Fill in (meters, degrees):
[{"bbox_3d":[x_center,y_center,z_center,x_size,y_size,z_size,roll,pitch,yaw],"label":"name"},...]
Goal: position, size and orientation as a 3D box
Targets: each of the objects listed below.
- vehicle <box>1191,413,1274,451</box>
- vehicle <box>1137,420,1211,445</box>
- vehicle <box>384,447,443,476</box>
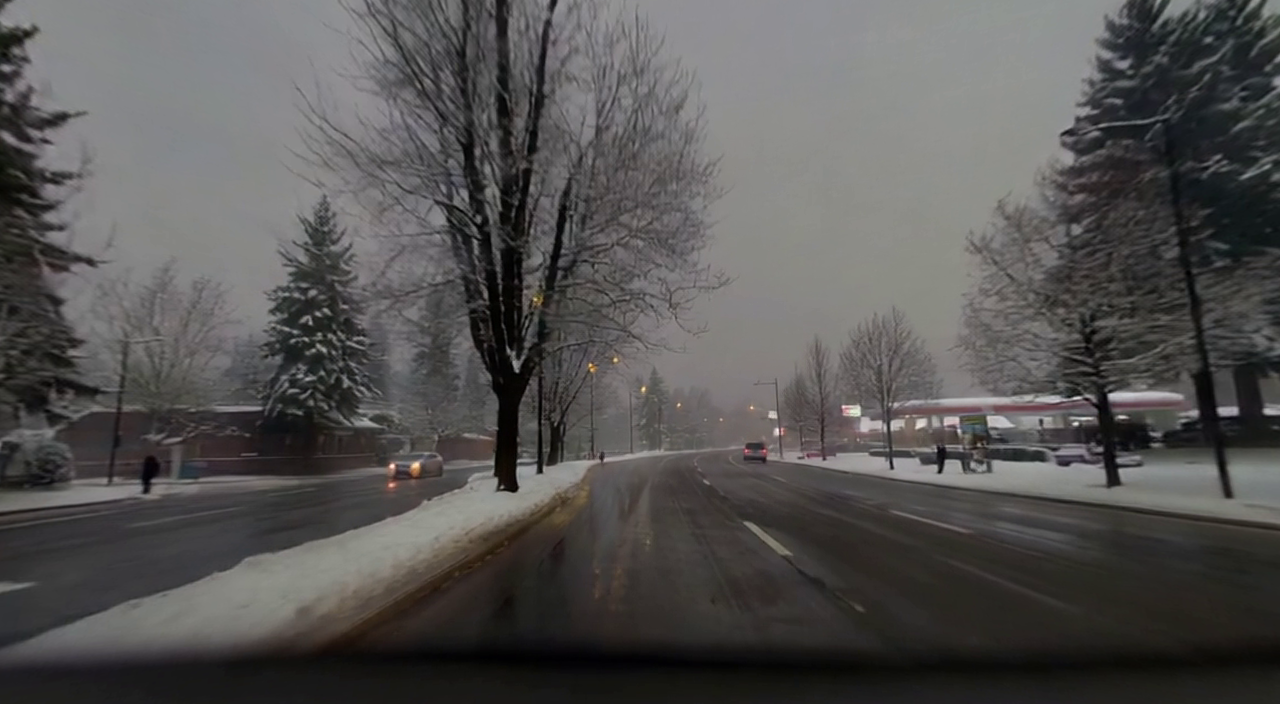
[{"bbox_3d":[30.884,4.174,32.929,3.449,1.428,1.548,-5,-9,-20],"label":"vehicle"},{"bbox_3d":[30.400,4.583,35.995,3.303,1.375,1.483,2,-6,-13],"label":"vehicle"},{"bbox_3d":[-15.877,7.709,44.655,2.191,1.879,4.675,-1,-8,3],"label":"vehicle"}]
